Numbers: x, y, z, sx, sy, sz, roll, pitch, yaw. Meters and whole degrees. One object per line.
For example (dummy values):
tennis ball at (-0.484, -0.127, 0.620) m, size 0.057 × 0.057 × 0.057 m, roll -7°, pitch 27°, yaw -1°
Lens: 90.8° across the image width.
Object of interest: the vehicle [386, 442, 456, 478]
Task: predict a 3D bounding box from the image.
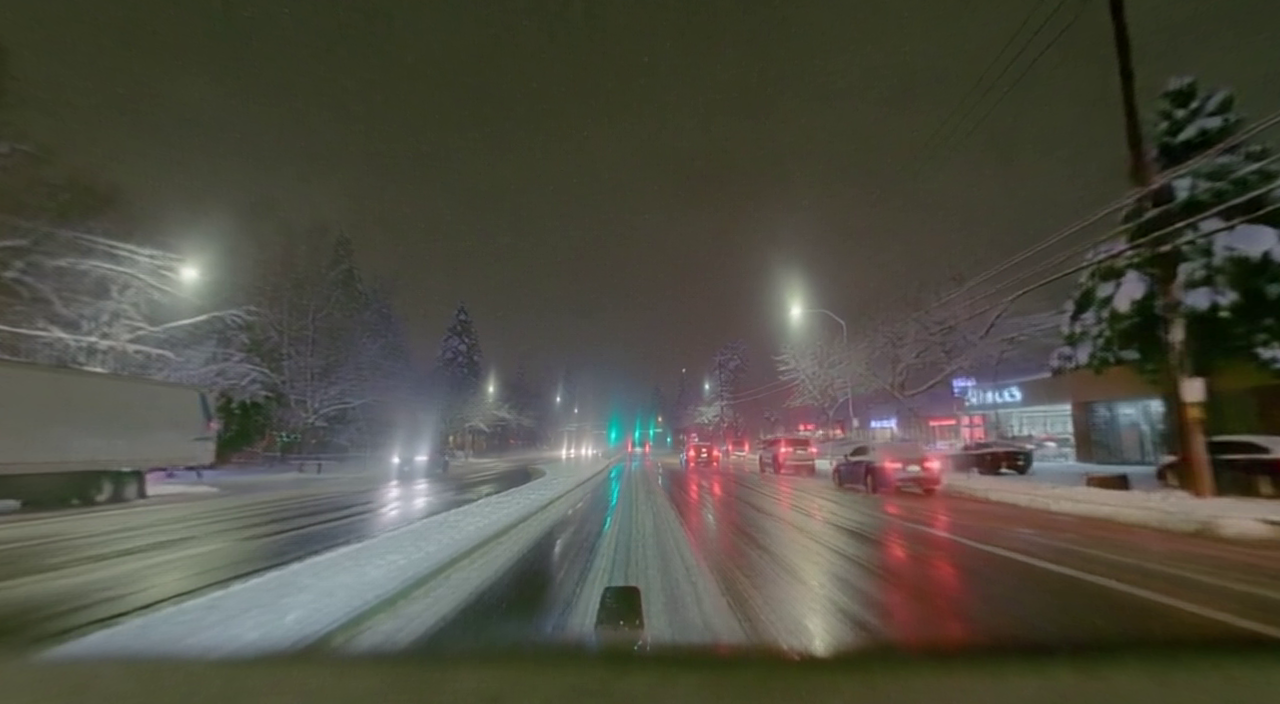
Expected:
vehicle at (-11.819, 5.825, 34.429) m, size 2.102 × 1.793 × 4.694 m, roll 0°, pitch -8°, yaw 0°

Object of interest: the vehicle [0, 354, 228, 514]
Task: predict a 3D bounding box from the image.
vehicle at (-18.923, 2.372, 17.998) m, size 3.058 × 4.328 × 16.976 m, roll -1°, pitch -8°, yaw 0°

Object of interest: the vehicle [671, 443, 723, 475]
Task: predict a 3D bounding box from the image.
vehicle at (2.712, 5.214, 31.027) m, size 2.099 × 1.463 × 4.365 m, roll 0°, pitch -8°, yaw -1°

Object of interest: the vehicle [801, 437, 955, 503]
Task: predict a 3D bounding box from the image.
vehicle at (6.083, 3.077, 16.940) m, size 2.150 × 1.485 × 4.919 m, roll 0°, pitch -9°, yaw -1°

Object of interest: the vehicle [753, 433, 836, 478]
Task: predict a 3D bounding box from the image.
vehicle at (6.878, 4.676, 28.851) m, size 2.268 × 1.822 × 5.038 m, roll 0°, pitch -9°, yaw -3°

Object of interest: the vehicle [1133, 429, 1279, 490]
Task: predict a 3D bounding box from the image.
vehicle at (16.605, 2.868, 17.080) m, size 4.833 × 1.525 × 2.135 m, roll 0°, pitch -9°, yaw -3°

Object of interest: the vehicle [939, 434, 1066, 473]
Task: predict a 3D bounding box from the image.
vehicle at (16.059, 4.515, 28.156) m, size 4.457 × 1.521 × 1.872 m, roll -2°, pitch -9°, yaw -3°
